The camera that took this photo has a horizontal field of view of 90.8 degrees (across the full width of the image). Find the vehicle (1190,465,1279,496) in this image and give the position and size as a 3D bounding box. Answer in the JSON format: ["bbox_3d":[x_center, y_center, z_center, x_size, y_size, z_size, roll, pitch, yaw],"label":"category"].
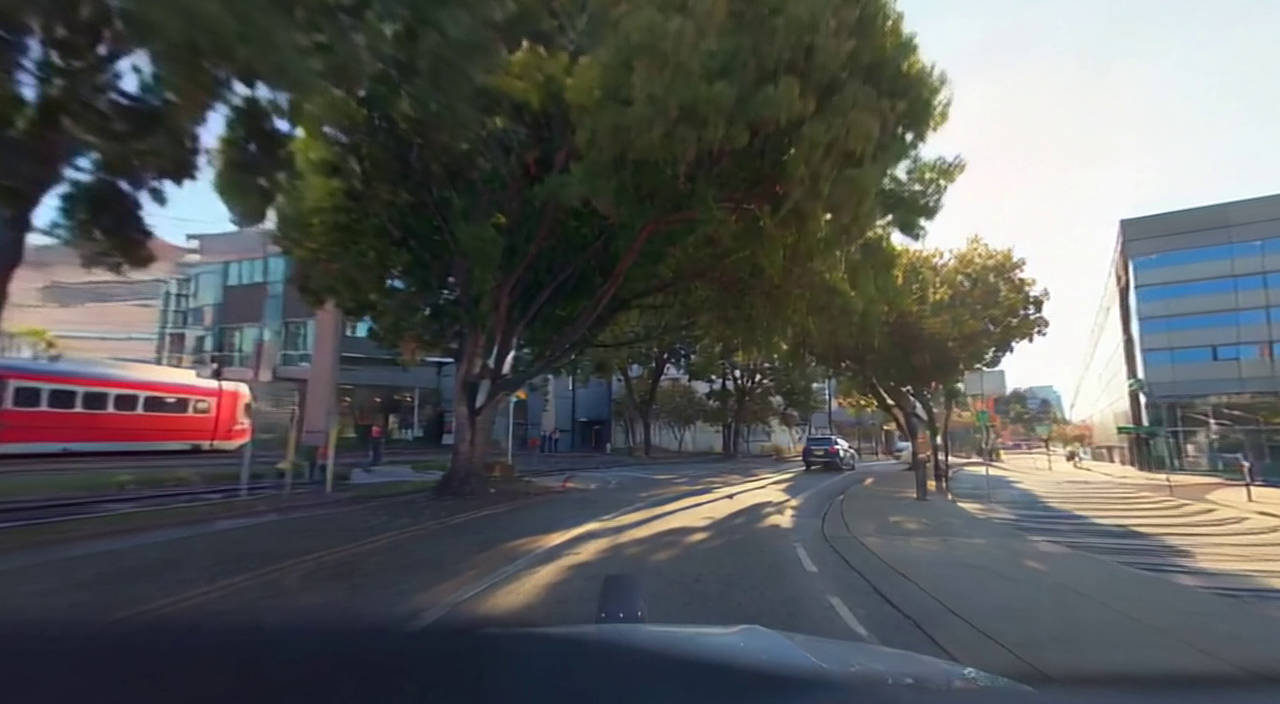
[{"bbox_3d":[32.057,6.759,33.370,4.118,1.477,1.691,-1,-8,6],"label":"vehicle"}]

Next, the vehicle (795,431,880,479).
[{"bbox_3d":[8.186,4.165,25.885,2.263,1.765,4.237,-5,-10,31],"label":"vehicle"}]

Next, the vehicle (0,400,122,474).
[{"bbox_3d":[-32.548,4.285,31.605,2.931,3.569,12.284,0,-8,0],"label":"vehicle"}]

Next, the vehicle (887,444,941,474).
[{"bbox_3d":[17.042,6.616,39.191,2.010,1.725,4.320,-7,-11,37],"label":"vehicle"}]
